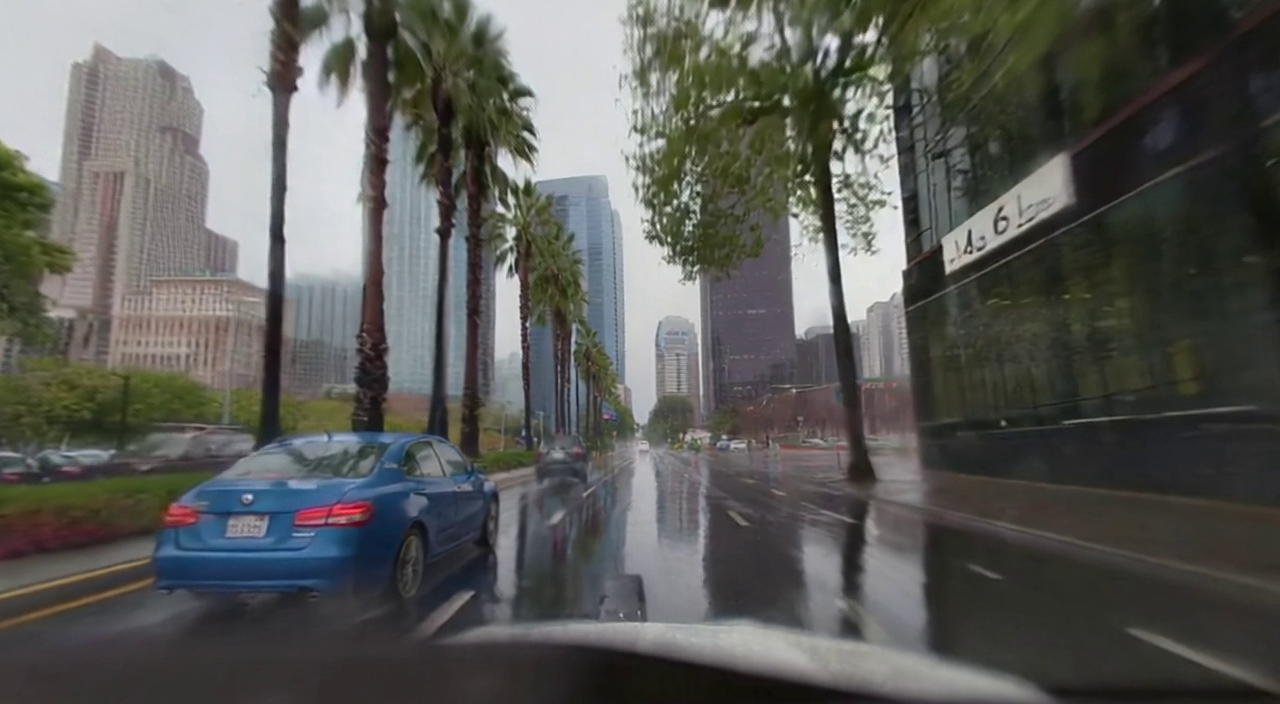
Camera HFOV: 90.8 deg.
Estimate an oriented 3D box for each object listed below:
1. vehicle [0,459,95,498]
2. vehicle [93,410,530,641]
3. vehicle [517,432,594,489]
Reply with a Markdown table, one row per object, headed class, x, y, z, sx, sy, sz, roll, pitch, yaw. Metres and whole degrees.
| class | x | y | z | sx | sy | sz | roll | pitch | yaw |
| --- | --- | --- | --- | --- | --- | --- | --- | --- | --- |
| vehicle | -29.797 | 6.144 | 30.969 | 1.914 | 1.657 | 4.646 | 0 | -9 | 0 |
| vehicle | -2.624 | 1.506 | 6.542 | 2.071 | 1.544 | 4.383 | 0 | -9 | 1 |
| vehicle | -2.702 | 3.604 | 21.228 | 1.894 | 1.702 | 3.999 | 0 | -9 | 2 |
